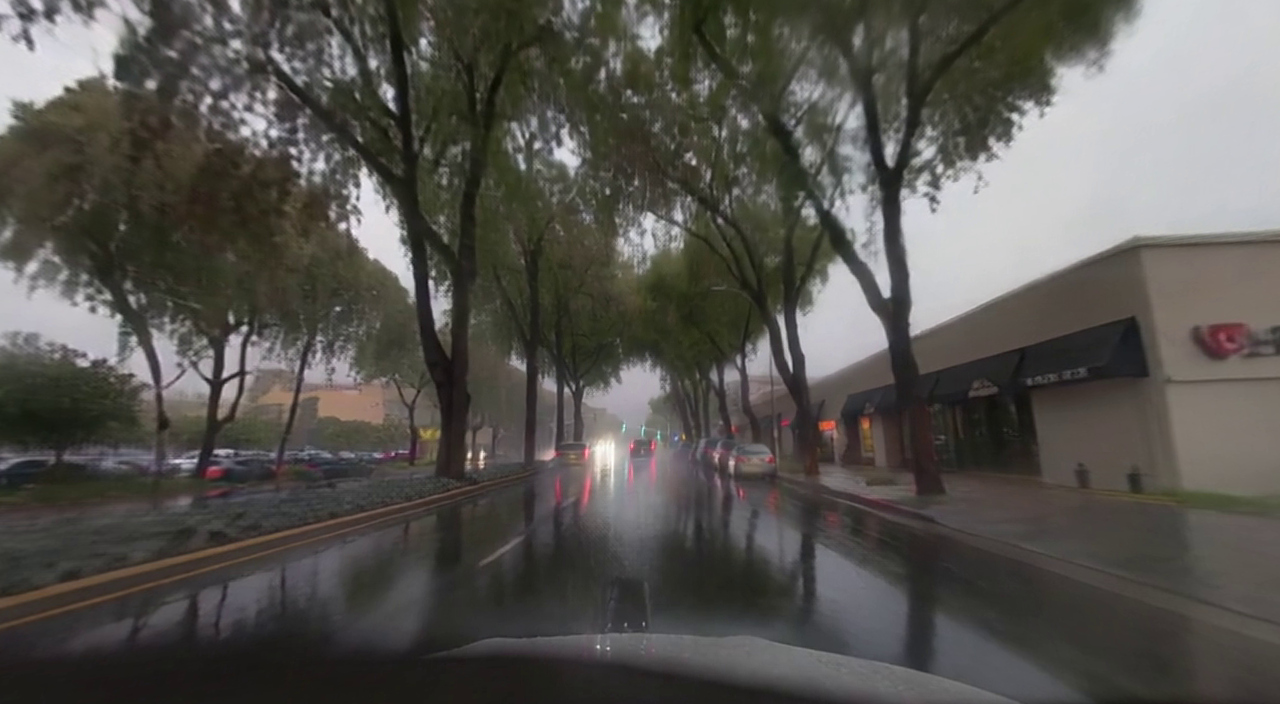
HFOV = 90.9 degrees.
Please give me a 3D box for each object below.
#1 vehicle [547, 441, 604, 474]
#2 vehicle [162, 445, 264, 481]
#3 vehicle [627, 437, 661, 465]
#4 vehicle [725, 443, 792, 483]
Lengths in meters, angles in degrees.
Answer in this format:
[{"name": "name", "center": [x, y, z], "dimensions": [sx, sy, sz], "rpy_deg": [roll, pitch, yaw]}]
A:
[{"name": "vehicle", "center": [-2.999, 5.054, 30.420], "dimensions": [2.151, 1.484, 4.468], "rpy_deg": [0, -8, 2]}, {"name": "vehicle", "center": [-26.959, 6.996, 40.119], "dimensions": [2.231, 2.124, 5.680], "rpy_deg": [-1, -8, 4]}, {"name": "vehicle", "center": [0.286, 6.473, 41.380], "dimensions": [2.075, 1.770, 4.018], "rpy_deg": [0, -8, 1]}, {"name": "vehicle", "center": [4.595, 4.357, 25.115], "dimensions": [1.896, 1.451, 4.329], "rpy_deg": [0, -8, 1]}]
